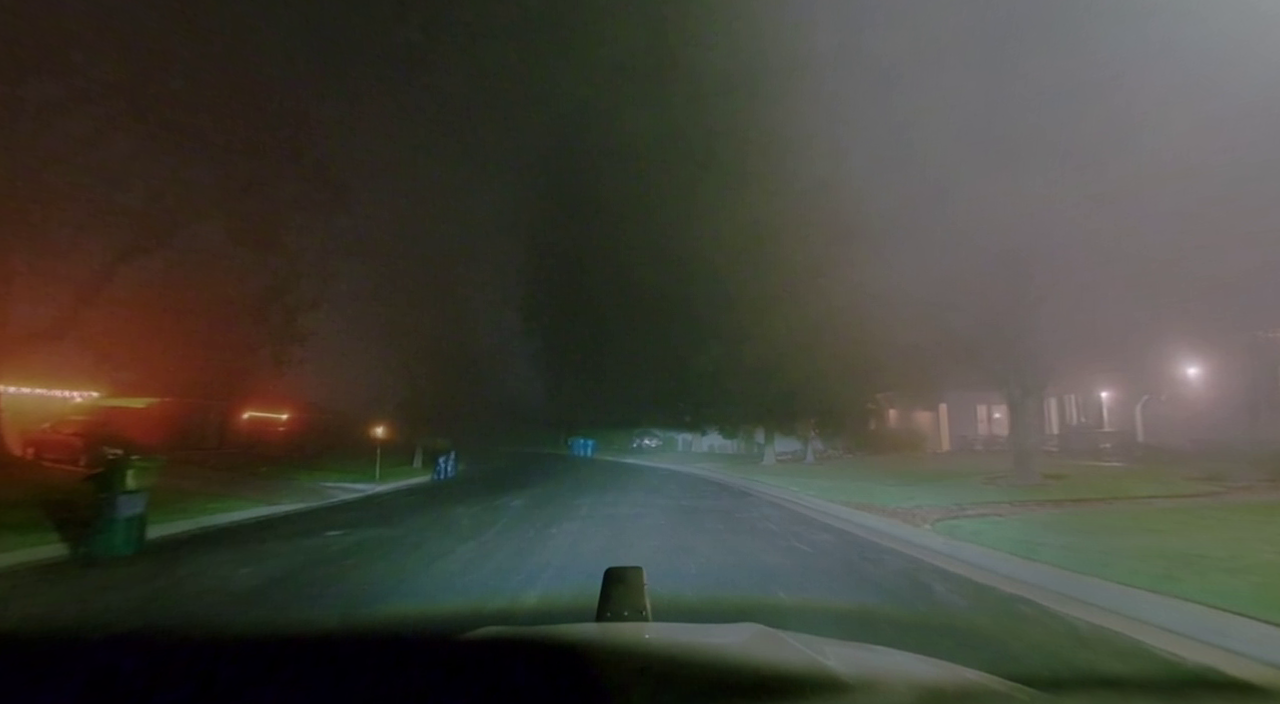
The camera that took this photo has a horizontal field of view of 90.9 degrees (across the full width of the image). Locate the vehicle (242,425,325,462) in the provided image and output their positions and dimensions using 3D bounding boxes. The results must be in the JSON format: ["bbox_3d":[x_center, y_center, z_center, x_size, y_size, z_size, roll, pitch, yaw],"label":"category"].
[{"bbox_3d":[-20.060,5.186,35.801,2.407,1.912,5.091,1,-9,-9],"label":"vehicle"}]

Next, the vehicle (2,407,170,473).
[{"bbox_3d":[-18.011,2.928,20.847,2.276,1.948,4.164,2,-9,-12],"label":"vehicle"}]
